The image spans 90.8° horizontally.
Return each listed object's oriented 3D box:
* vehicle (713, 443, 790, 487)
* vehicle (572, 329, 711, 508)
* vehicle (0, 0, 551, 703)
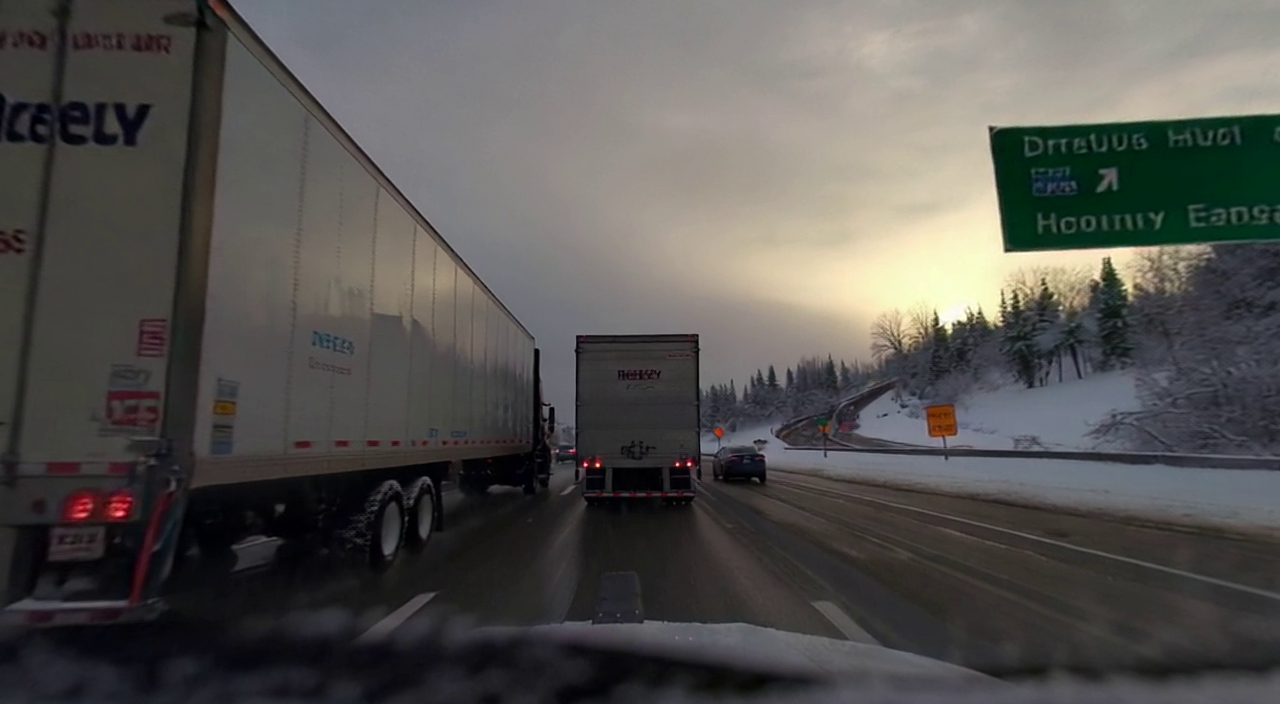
[{"bbox_3d":[4.040,4.151,23.594,2.010,1.446,4.579,0,-9,0],"label":"vehicle"},{"bbox_3d":[-0.008,2.120,18.405,2.910,3.828,9.805,0,-9,0],"label":"vehicle"},{"bbox_3d":[-4.098,0.872,10.647,2.873,4.107,15.970,0,-9,0],"label":"vehicle"}]
